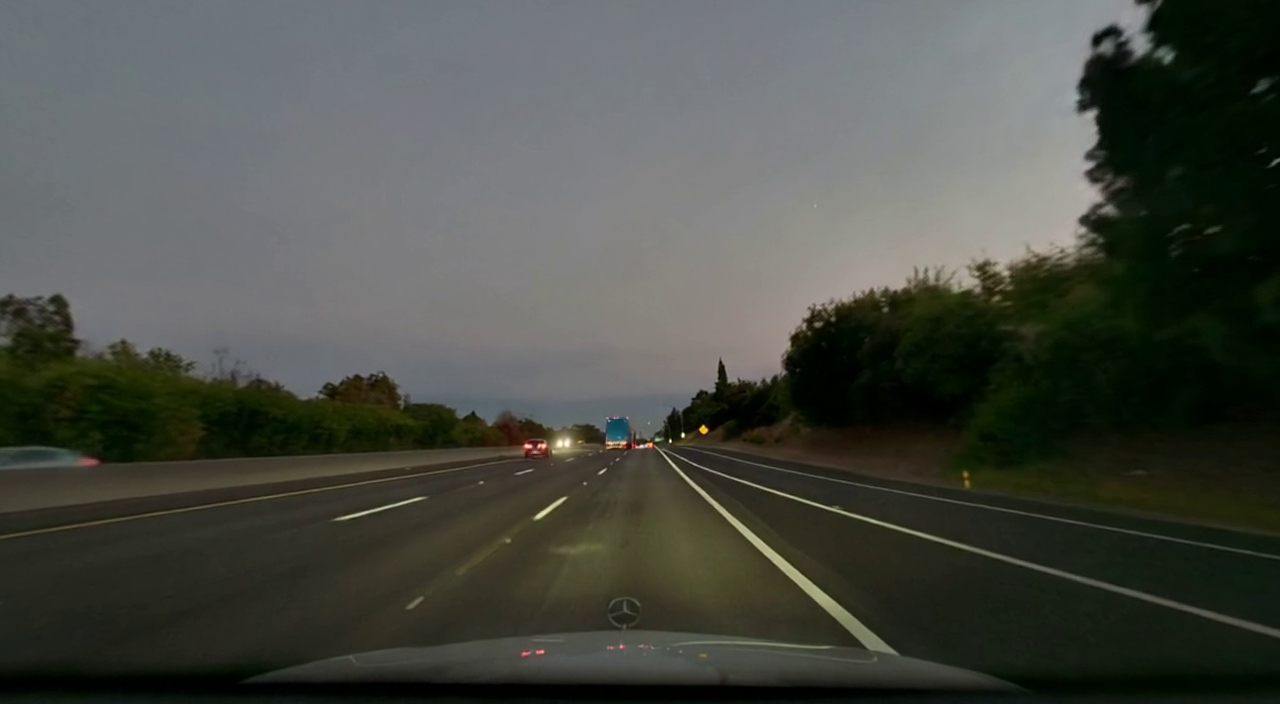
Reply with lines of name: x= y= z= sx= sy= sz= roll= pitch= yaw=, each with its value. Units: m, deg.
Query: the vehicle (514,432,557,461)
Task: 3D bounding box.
vehicle: x=-7.089 y=6.454 z=43.071 sx=2.043 sy=1.828 sz=4.436 roll=0 pitch=-8 yaw=2
